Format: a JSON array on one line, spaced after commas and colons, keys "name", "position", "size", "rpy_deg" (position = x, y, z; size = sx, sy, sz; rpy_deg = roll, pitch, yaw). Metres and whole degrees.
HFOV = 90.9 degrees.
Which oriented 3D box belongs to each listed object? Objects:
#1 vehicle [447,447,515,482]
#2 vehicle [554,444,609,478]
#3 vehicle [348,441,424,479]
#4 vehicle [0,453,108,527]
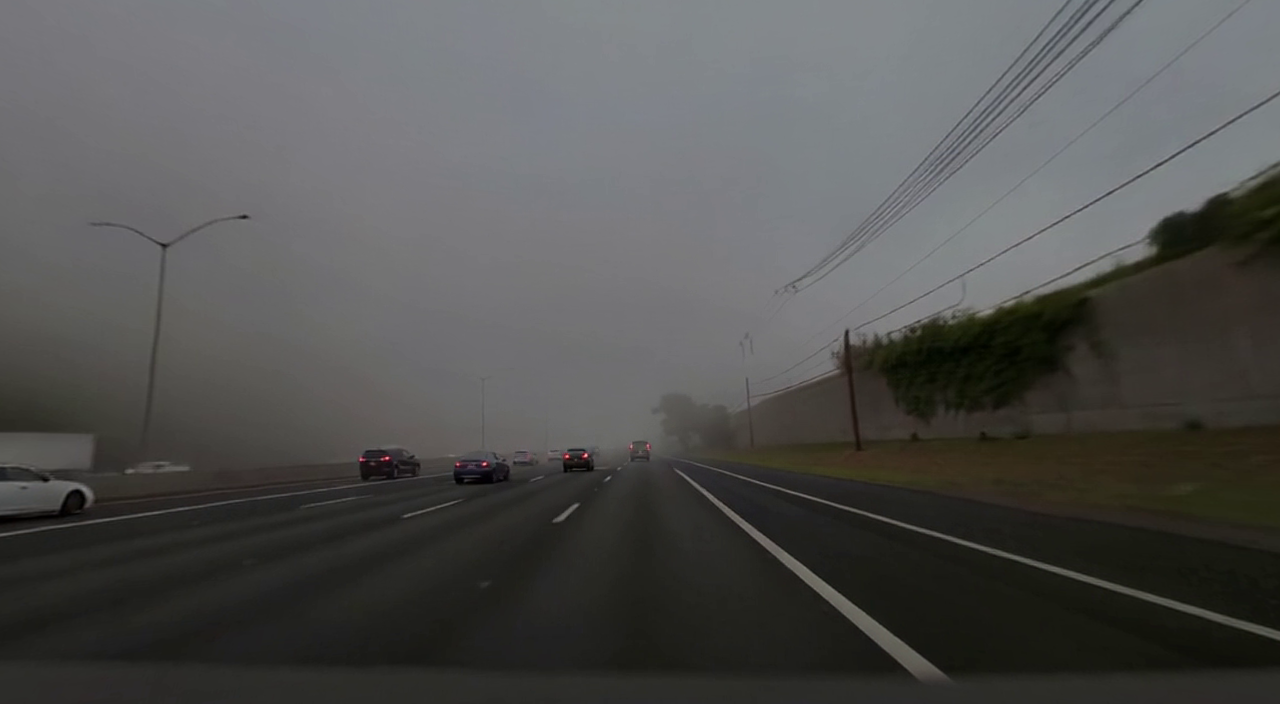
[{"name": "vehicle", "position": [-7.088, 5.045, 28.594], "size": [1.899, 1.472, 4.202], "rpy_deg": [0, -9, 1]}, {"name": "vehicle", "position": [-2.631, 5.064, 29.450], "size": [2.064, 1.446, 4.409], "rpy_deg": [0, -9, 1]}, {"name": "vehicle", "position": [-14.336, 6.113, 35.954], "size": [2.172, 1.946, 5.017], "rpy_deg": [0, -9, 1]}, {"name": "vehicle", "position": [-14.107, 2.865, 13.064], "size": [1.885, 1.474, 4.849], "rpy_deg": [0, -9, 1]}]
